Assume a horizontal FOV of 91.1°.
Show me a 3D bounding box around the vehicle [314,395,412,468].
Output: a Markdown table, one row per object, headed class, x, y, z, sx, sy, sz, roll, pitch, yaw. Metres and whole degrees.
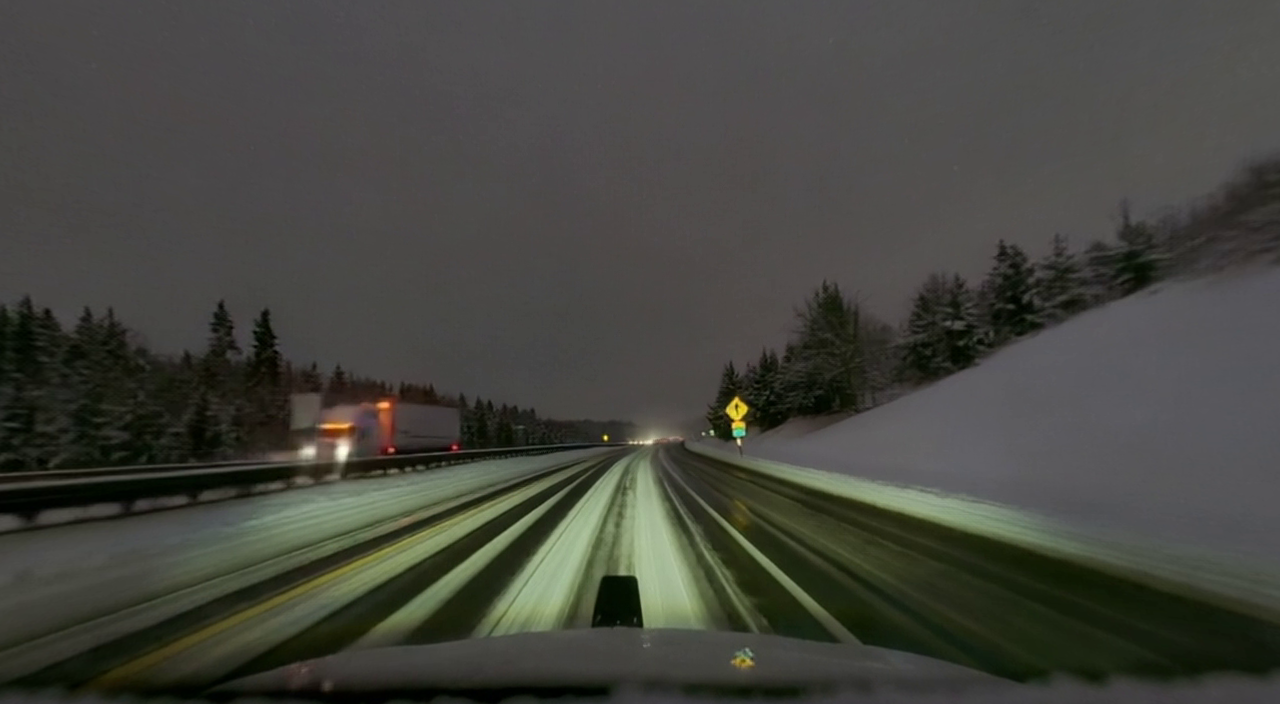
| class | x | y | z | sx | sy | sz | roll | pitch | yaw |
| --- | --- | --- | --- | --- | --- | --- | --- | --- | --- |
| vehicle | -17.414 | 5.088 | 40.070 | 3.017 | 4.196 | 6.536 | 0 | -8 | 1 |
